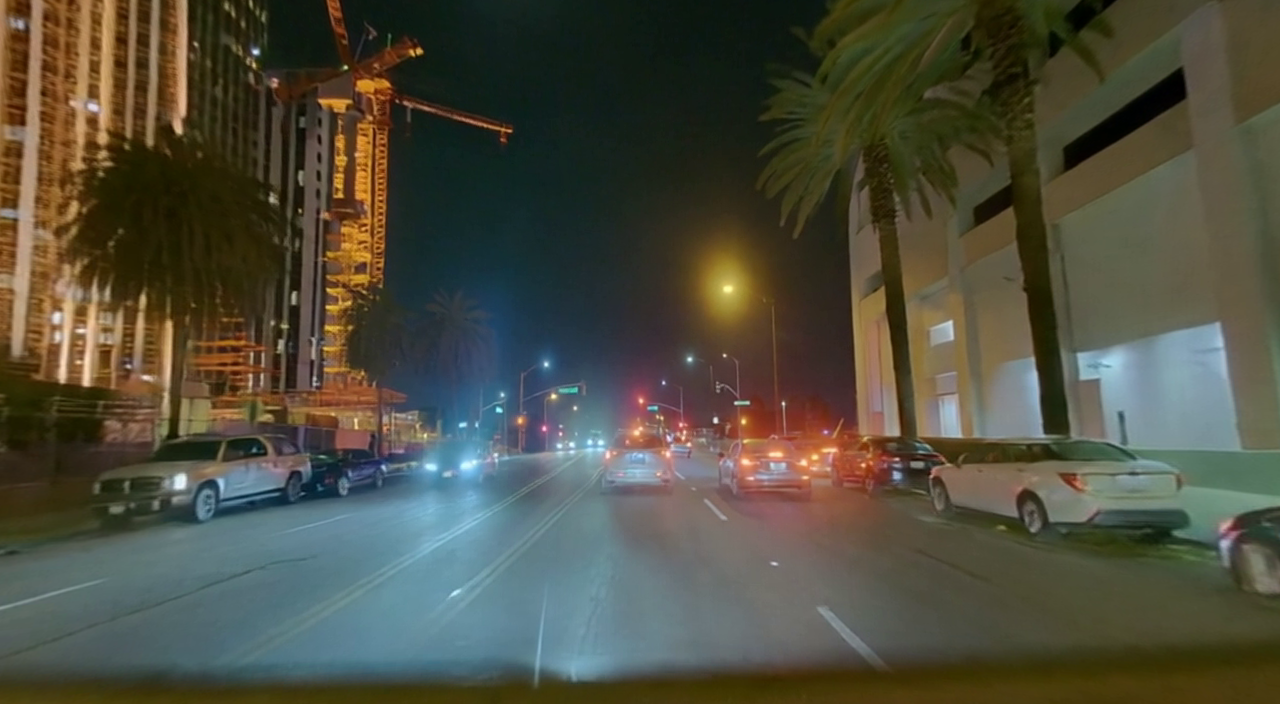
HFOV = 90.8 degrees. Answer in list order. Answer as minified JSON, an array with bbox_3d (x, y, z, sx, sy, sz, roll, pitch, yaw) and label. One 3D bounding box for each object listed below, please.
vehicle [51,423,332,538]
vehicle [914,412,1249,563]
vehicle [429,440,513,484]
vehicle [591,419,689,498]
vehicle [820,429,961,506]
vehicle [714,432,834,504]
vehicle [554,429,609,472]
[{"bbox_3d":[-10.024,2.975,15.061,2.294,1.948,6.025,-6,-10,0],"label":"vehicle"},{"bbox_3d":[6.336,1.971,9.952,1.886,1.792,4.525,0,-8,-1],"label":"vehicle"},{"bbox_3d":[-6.264,4.126,23.971,2.020,1.486,4.363,0,-8,0],"label":"vehicle"},{"bbox_3d":[-0.009,2.788,16.821,2.264,1.798,4.258,0,-8,0],"label":"vehicle"},{"bbox_3d":[6.155,2.830,16.125,1.819,1.672,4.139,0,-7,-1],"label":"vehicle"},{"bbox_3d":[3.079,2.753,15.393,1.999,1.487,3.939,0,-8,-1],"label":"vehicle"},{"bbox_3d":[-2.660,4.648,29.954,2.180,1.879,4.452,0,-8,0],"label":"vehicle"}]
